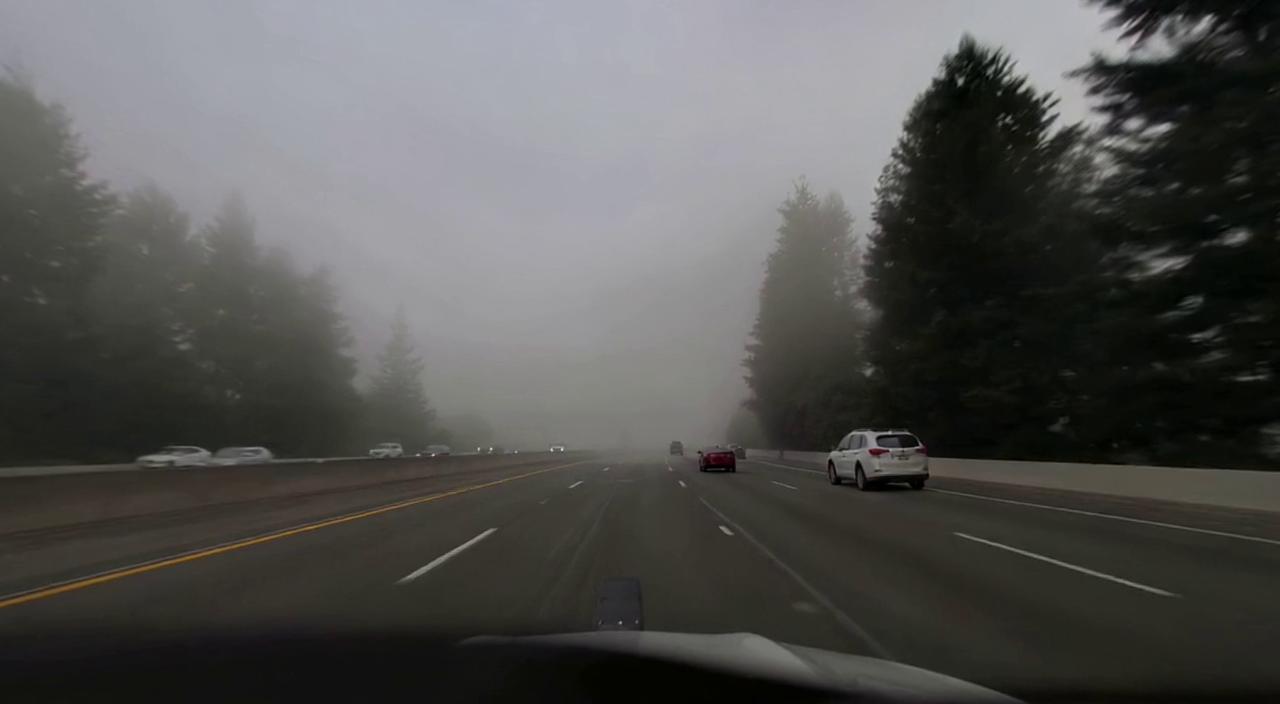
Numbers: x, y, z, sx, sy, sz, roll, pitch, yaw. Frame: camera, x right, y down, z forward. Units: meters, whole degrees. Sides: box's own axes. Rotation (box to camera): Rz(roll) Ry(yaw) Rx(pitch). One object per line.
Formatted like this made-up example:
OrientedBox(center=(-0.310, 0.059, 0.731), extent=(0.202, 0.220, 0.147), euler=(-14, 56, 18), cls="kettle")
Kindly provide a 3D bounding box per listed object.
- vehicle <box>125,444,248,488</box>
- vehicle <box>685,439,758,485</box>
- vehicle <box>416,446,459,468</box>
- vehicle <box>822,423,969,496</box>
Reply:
OrientedBox(center=(-19.308, 4.847, 27.196), extent=(1.984, 1.702, 4.437), euler=(0, -9, 0), cls="vehicle")
OrientedBox(center=(2.805, 3.899, 22.669), extent=(1.981, 1.471, 4.342), euler=(0, -9, -1), cls="vehicle")
OrientedBox(center=(-15.610, 8.104, 48.903), extent=(1.878, 1.609, 4.143), euler=(-1, -9, 1), cls="vehicle")
OrientedBox(center=(7.071, 3.044, 18.207), extent=(2.087, 1.806, 4.946), euler=(0, -9, -1), cls="vehicle")
